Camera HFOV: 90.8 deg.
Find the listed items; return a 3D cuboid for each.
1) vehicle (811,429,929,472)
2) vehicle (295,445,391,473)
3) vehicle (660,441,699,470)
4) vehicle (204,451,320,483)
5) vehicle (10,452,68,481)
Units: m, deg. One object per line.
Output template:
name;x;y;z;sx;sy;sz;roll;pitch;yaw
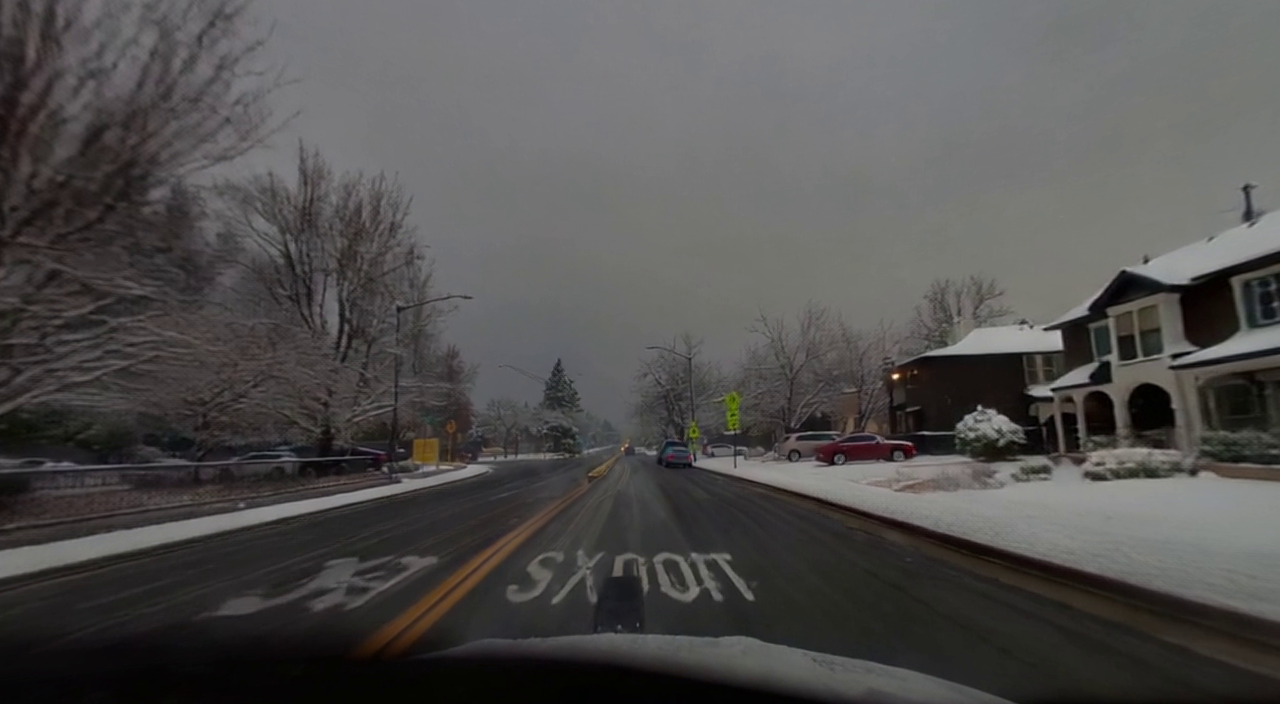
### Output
vehicle;10.909;4.710;30.223;4.750;1.658;1.902;-4;-10;0
vehicle;-19.977;7.213;42.661;2.059;1.746;5.388;-8;-12;42
vehicle;2.671;7.204;44.134;2.221;1.892;5.555;1;-9;-2
vehicle;-19.290;5.859;32.376;4.691;1.483;1.955;9;-12;-44
vehicle;-36.552;6.917;38.370;4.177;1.621;1.965;-7;-12;40
